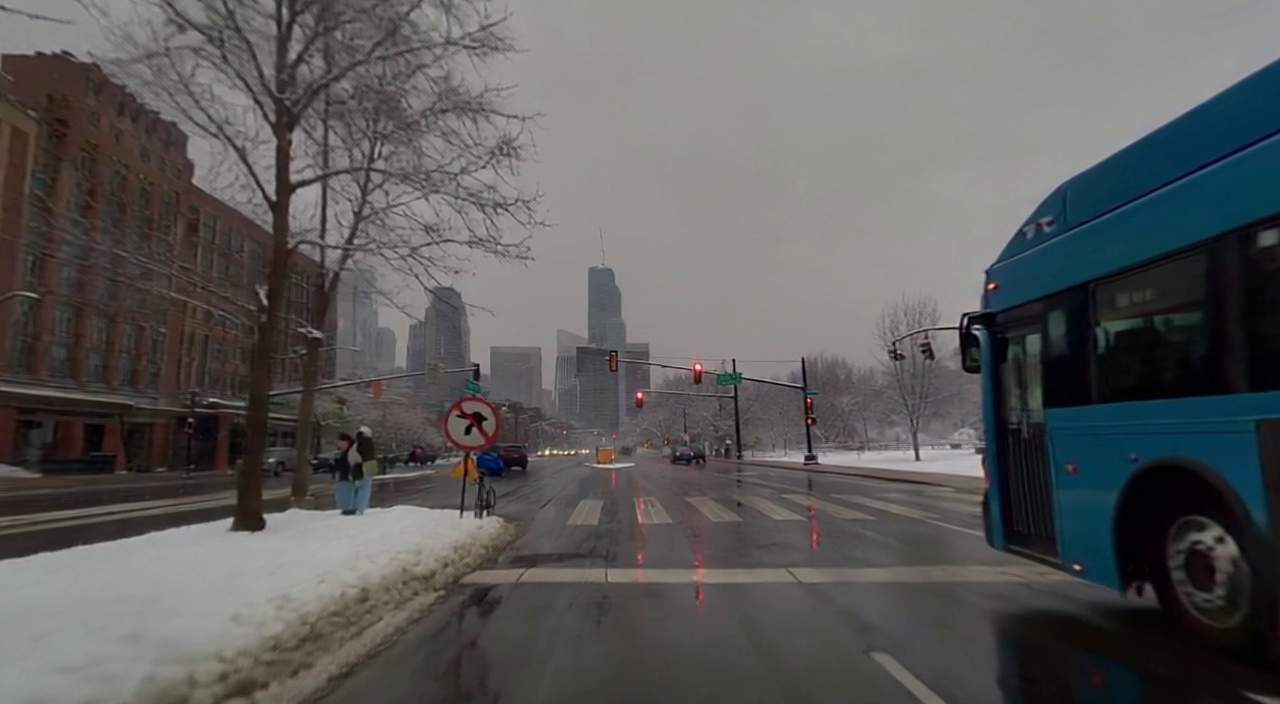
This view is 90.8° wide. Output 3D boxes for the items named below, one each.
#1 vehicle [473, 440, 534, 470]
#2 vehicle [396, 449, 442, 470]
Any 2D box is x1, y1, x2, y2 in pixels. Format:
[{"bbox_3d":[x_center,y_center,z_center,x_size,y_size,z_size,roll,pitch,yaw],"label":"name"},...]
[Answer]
[{"bbox_3d":[-7.700,5.756,35.437,2.123,1.544,4.158,5,-10,-30],"label":"vehicle"},{"bbox_3d":[-17.055,8.248,48.663,2.036,1.467,3.979,7,-11,-39],"label":"vehicle"}]
